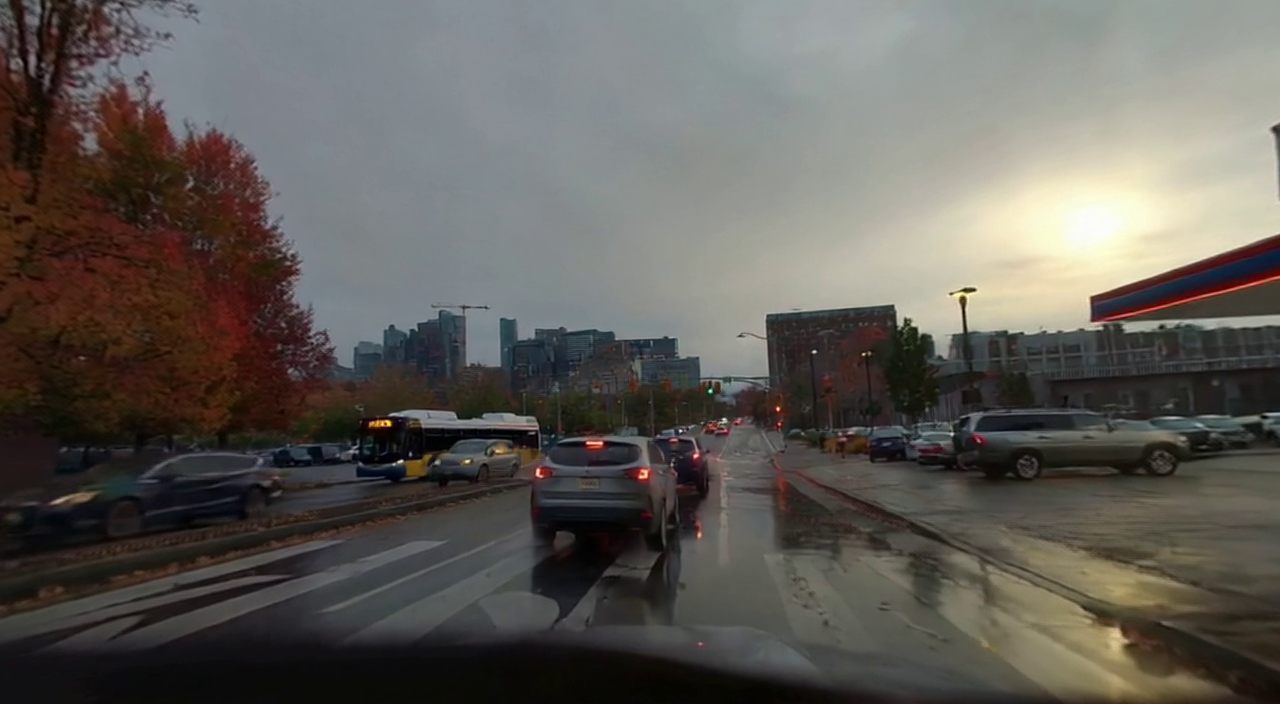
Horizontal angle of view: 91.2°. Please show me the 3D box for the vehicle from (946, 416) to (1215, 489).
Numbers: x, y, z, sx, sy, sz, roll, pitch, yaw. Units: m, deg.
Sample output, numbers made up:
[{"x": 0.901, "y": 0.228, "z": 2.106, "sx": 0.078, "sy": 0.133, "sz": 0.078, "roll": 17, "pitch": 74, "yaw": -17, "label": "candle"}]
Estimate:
[{"x": 10.611, "y": 2.498, "z": 15.535, "sx": 4.894, "sy": 1.451, "sz": 2.089, "roll": -4, "pitch": -9, "yaw": 8, "label": "vehicle"}]

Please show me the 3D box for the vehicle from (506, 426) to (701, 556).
[{"x": -0.268, "y": 1.970, "z": 9.575, "sx": 2.092, "sy": 1.507, "sz": 4.078, "roll": -2, "pitch": -9, "yaw": 9, "label": "vehicle"}]

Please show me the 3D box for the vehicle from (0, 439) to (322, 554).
[{"x": -8.553, "y": 2.469, "z": 11.616, "sx": 2.054, "sy": 1.599, "sz": 5.178, "roll": -1, "pitch": -9, "yaw": 8, "label": "vehicle"}]

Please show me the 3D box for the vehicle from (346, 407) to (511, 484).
[{"x": -10.093, "y": 4.814, "z": 32.124, "sx": 3.189, "sy": 3.205, "sz": 11.526, "roll": -1, "pitch": -9, "yaw": 7, "label": "vehicle"}]

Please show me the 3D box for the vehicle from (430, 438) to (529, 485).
[{"x": -6.433, "y": 4.476, "z": 25.905, "sx": 2.147, "sy": 1.741, "sz": 5.239, "roll": -1, "pitch": -9, "yaw": 7, "label": "vehicle"}]
